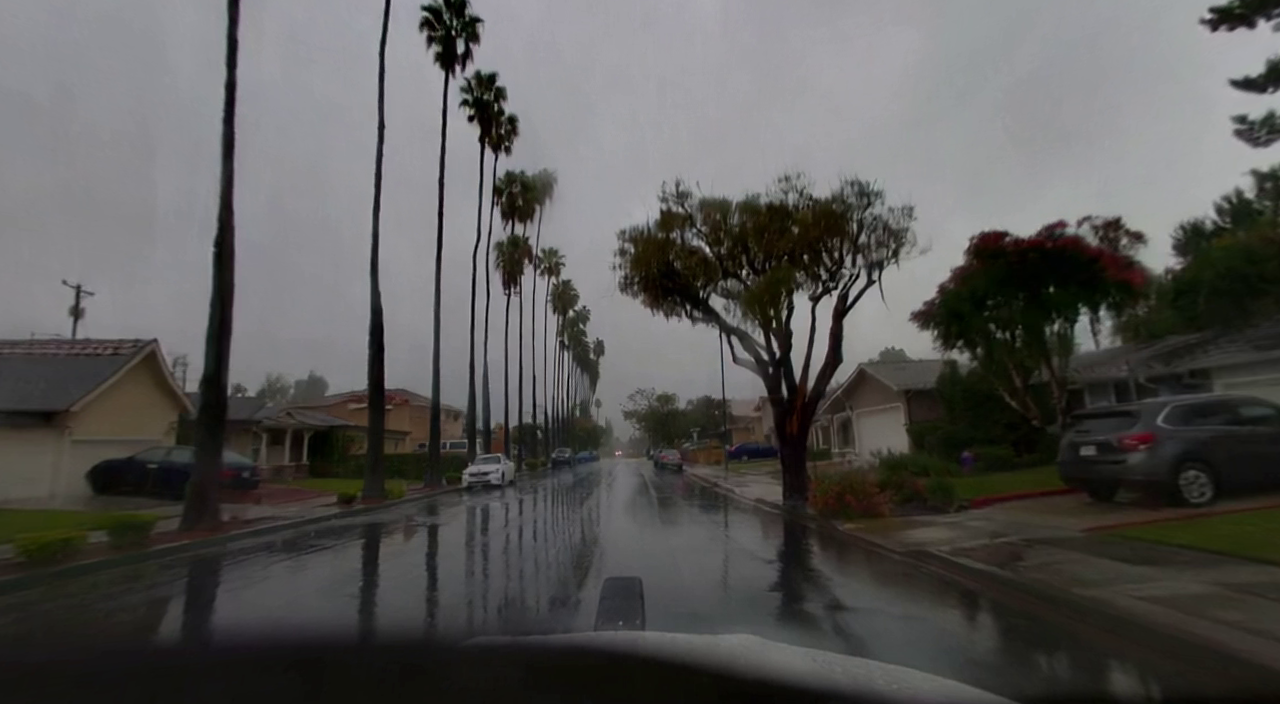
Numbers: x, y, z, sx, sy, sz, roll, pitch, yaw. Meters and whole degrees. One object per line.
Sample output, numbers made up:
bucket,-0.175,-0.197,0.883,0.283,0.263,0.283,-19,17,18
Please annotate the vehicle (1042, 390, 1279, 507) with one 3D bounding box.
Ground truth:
vehicle,9.681,1.613,10.614,4.389,1.754,2.040,0,-9,1

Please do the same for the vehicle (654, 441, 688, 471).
vehicle,2.188,7.557,46.202,2.184,2.038,6.212,0,-9,0

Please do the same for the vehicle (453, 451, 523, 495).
vehicle,-6.094,4.895,25.937,1.949,1.511,4.466,0,-8,-2

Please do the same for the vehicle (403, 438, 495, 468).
vehicle,-12.541,6.680,41.847,5.340,1.948,2.398,0,-9,-2

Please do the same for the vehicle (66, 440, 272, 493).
vehicle,-13.351,3.266,18.163,4.283,1.400,1.926,0,-9,-3

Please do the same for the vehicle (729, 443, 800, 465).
vehicle,8.854,7.293,45.199,4.643,1.520,1.826,0,-9,1
